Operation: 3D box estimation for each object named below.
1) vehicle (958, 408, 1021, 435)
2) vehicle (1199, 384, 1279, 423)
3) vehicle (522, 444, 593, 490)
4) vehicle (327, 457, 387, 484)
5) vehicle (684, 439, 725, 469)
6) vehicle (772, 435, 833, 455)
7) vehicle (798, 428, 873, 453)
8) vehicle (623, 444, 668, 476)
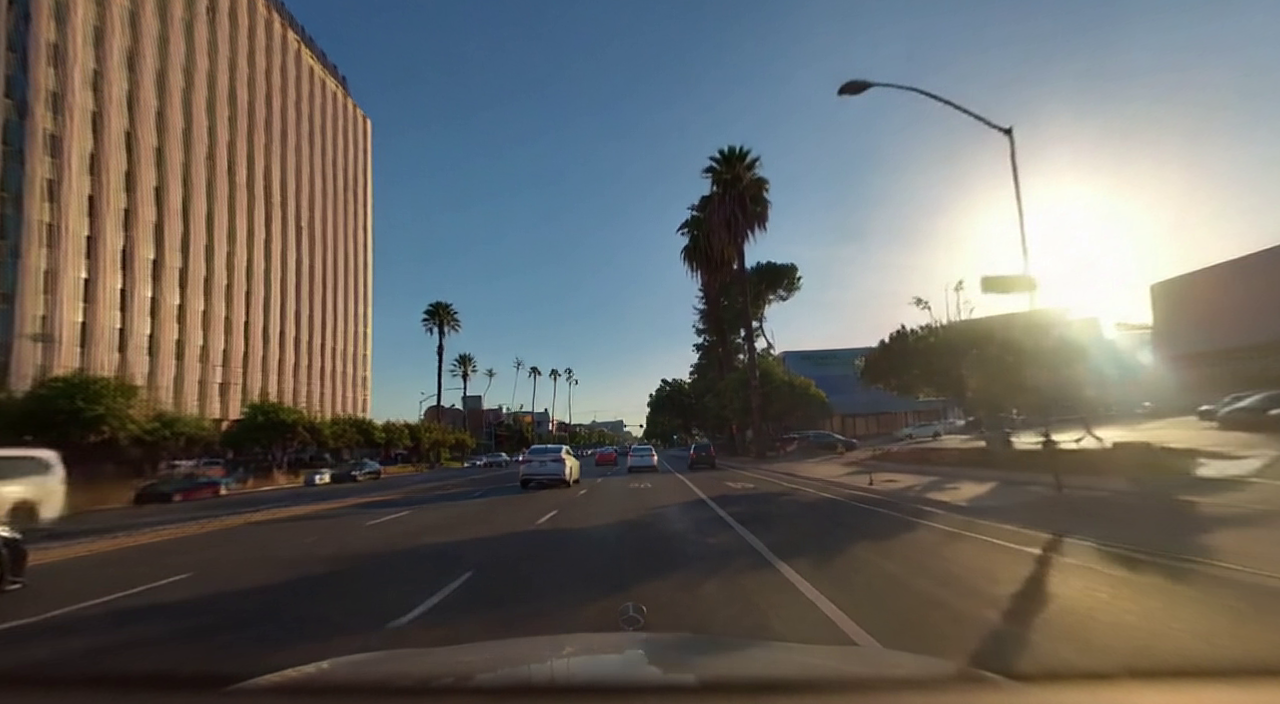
[{"bbox_3d":[23.736,4.748,42.739,4.448,1.701,1.954,6,-11,-37],"label":"vehicle"},{"bbox_3d":[27.758,2.220,27.358,1.663,1.499,4.774,5,-10,-31],"label":"vehicle"},{"bbox_3d":[-2.923,4.177,23.336,1.908,1.505,4.369,-1,-9,2],"label":"vehicle"},{"bbox_3d":[-20.593,8.621,46.082,2.016,1.754,4.826,-1,-9,1],"label":"vehicle"},{"bbox_3d":[4.130,6.628,41.100,2.108,1.785,4.334,0,-9,-1],"label":"vehicle"},{"bbox_3d":[12.366,7.031,47.796,4.284,1.450,1.927,4,-10,-29],"label":"vehicle"},{"bbox_3d":[12.923,5.839,41.639,4.749,1.457,1.806,3,-11,-28],"label":"vehicle"},{"bbox_3d":[0.280,5.523,32.494,2.147,1.507,3.953,-1,-9,0],"label":"vehicle"}]
